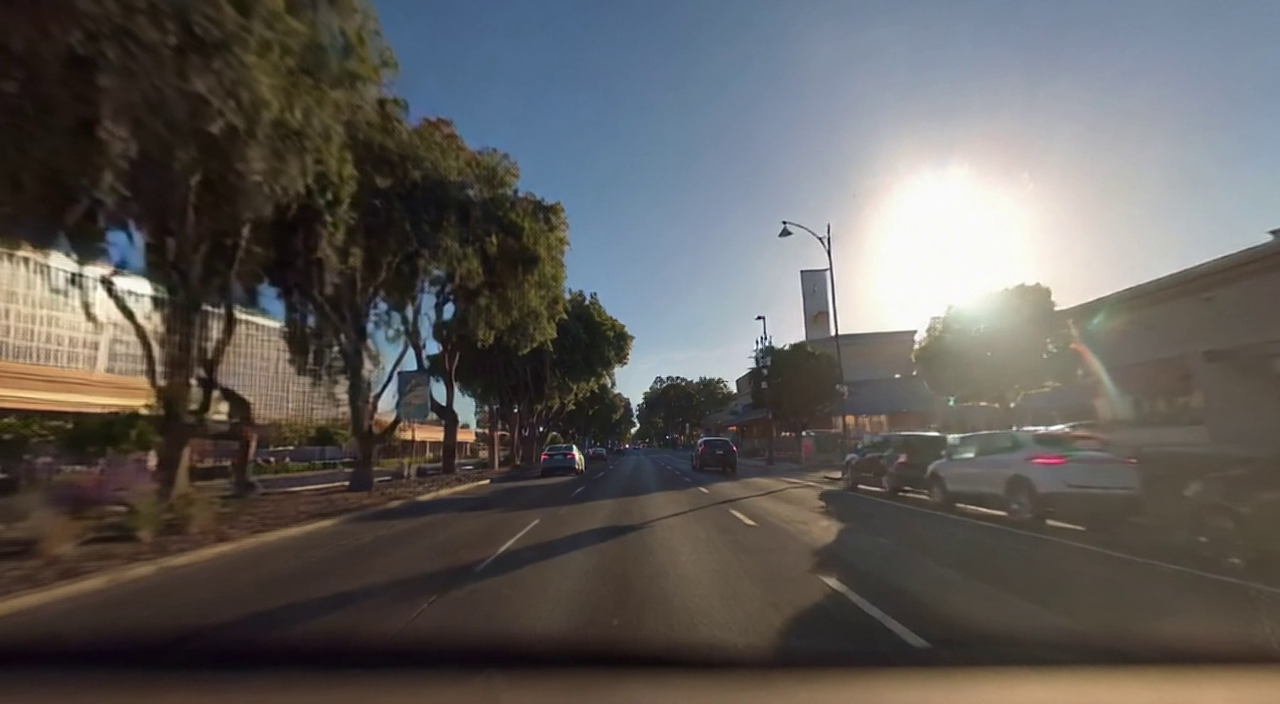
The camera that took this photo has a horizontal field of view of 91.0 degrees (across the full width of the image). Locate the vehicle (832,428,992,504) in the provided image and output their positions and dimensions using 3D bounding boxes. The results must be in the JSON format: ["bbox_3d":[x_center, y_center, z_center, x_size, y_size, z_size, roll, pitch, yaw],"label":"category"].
[{"bbox_3d":[6.828,2.902,16.550,1.950,1.678,4.985,0,-8,0],"label":"vehicle"}]

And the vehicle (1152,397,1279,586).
[{"bbox_3d":[7.008,1.197,5.138,2.039,1.749,4.193,0,-8,-1],"label":"vehicle"}]

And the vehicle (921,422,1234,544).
[{"bbox_3d":[6.800,2.060,10.565,2.078,1.597,4.289,0,-8,-1],"label":"vehicle"}]

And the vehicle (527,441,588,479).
[{"bbox_3d":[-3.387,4.499,26.556,2.005,1.477,4.169,0,-8,0],"label":"vehicle"}]

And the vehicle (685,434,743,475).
[{"bbox_3d":[3.384,4.770,29.527,2.083,1.743,4.354,0,-8,-1],"label":"vehicle"}]
